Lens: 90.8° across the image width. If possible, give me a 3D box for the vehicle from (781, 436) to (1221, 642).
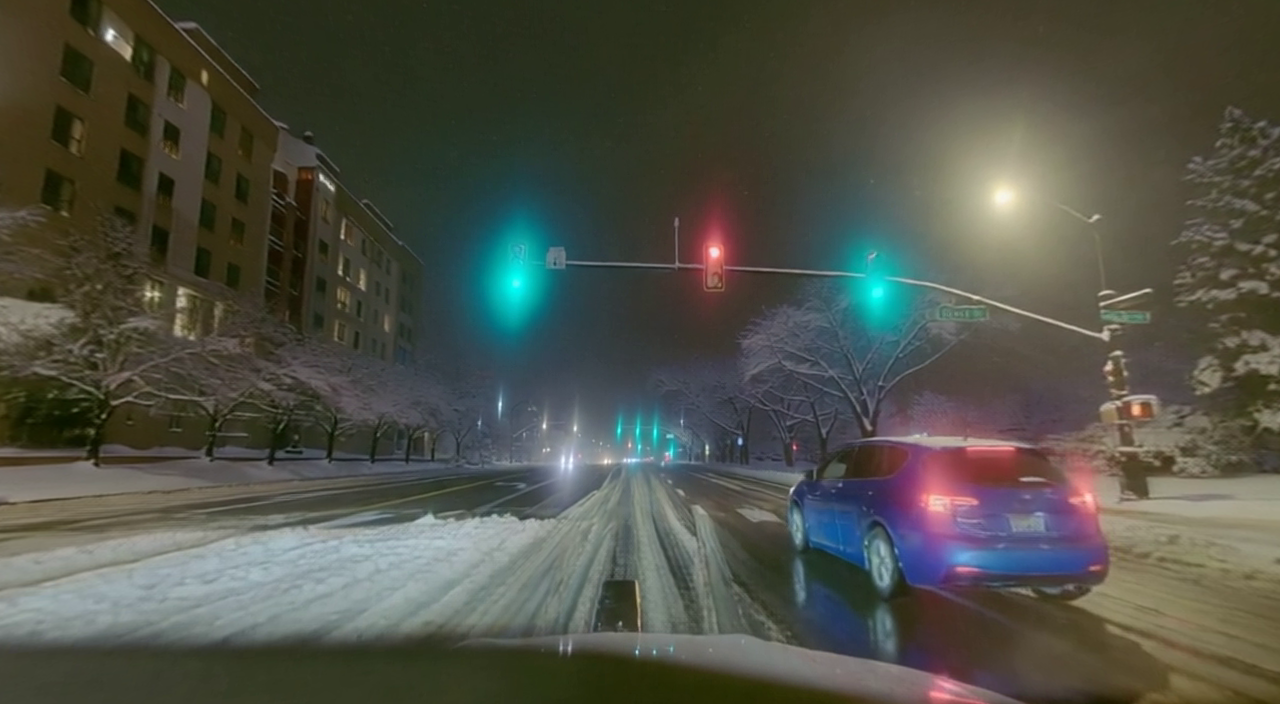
[{"bbox_3d":[3.126,1.692,6.915,2.015,1.455,4.615,0,-9,-1],"label":"vehicle"}]
